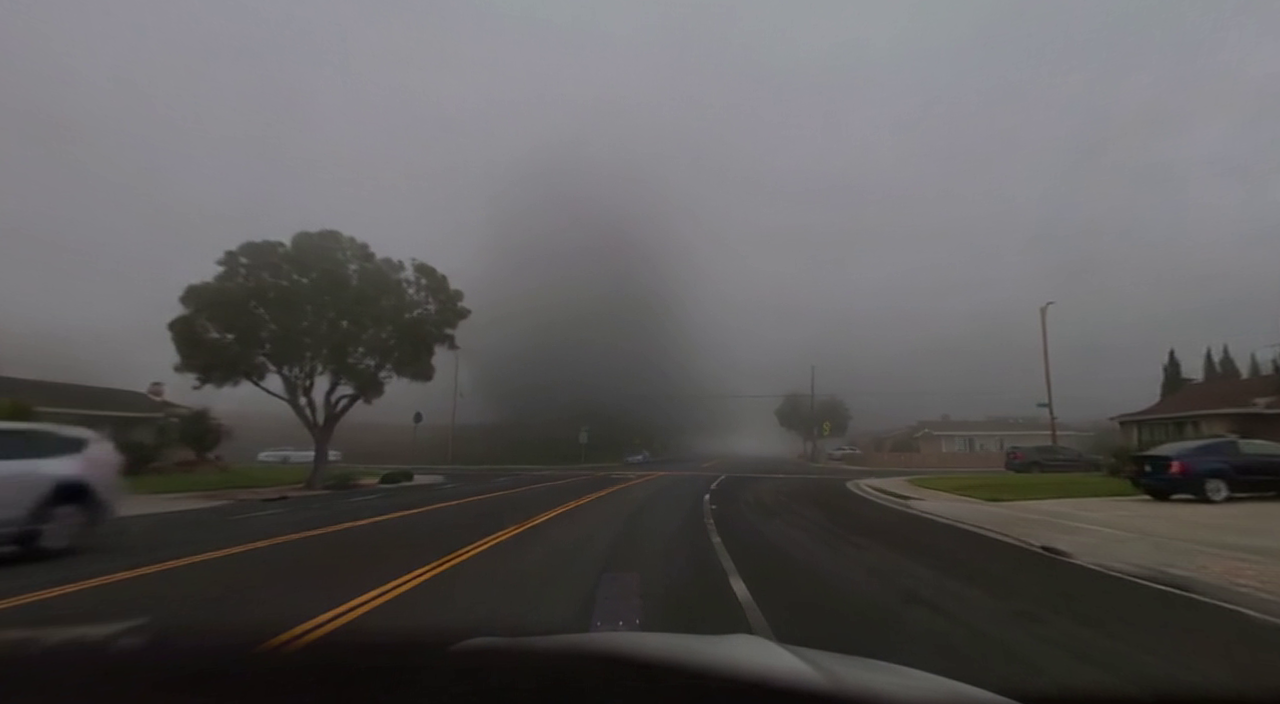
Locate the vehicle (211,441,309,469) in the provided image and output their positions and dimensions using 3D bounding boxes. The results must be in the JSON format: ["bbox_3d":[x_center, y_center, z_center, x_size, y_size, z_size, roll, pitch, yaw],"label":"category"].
[{"bbox_3d":[-26.979,7.339,44.955,5.754,1.892,2.236,-2,-9,10],"label":"vehicle"}]

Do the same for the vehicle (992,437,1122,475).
[{"bbox_3d":[23.221,5.825,35.410,5.484,1.842,2.188,-4,-10,11],"label":"vehicle"}]

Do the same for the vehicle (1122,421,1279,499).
[{"bbox_3d":[15.951,2.704,16.200,5.073,1.729,2.161,-6,-11,12],"label":"vehicle"}]

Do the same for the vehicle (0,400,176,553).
[{"bbox_3d":[-9.270,1.586,7.995,2.272,1.920,5.737,-1,-8,2],"label":"vehicle"}]
